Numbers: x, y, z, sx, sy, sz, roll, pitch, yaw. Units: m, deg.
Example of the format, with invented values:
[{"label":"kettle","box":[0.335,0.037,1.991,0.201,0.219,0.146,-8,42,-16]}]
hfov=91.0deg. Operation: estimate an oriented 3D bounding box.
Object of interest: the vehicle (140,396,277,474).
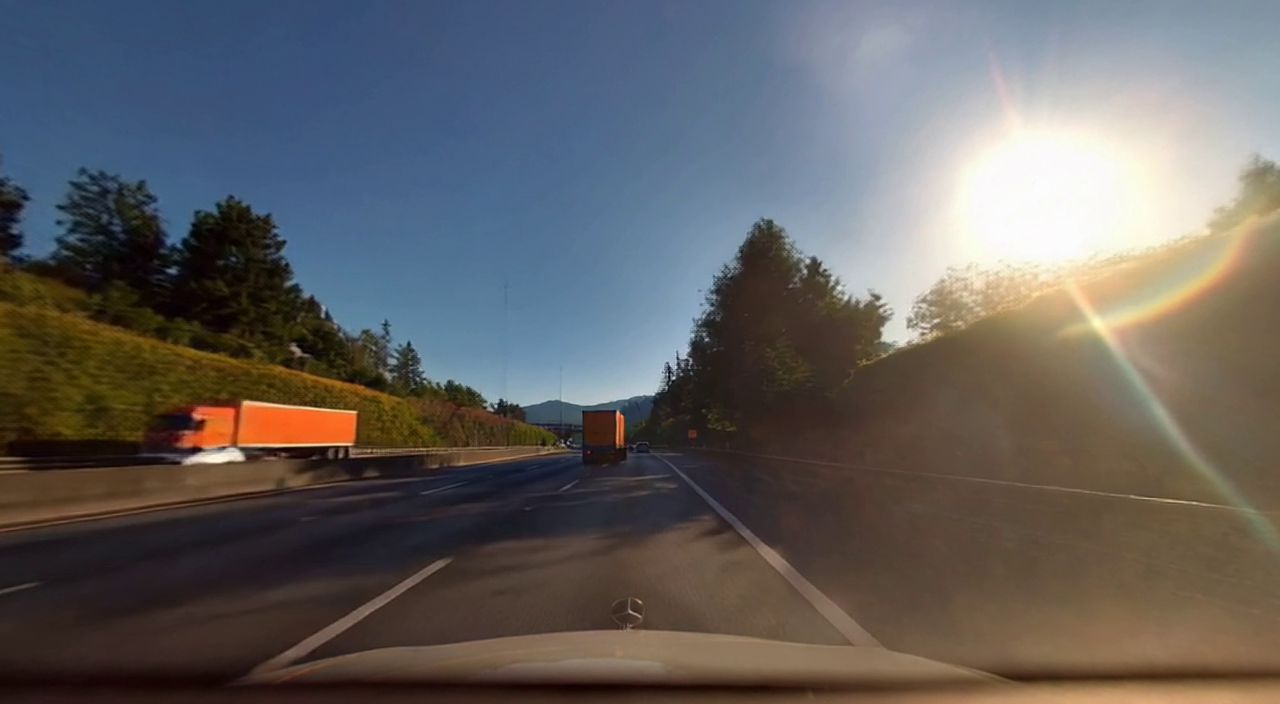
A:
[{"label":"vehicle","box":[-22.725,4.446,33.588,2.928,3.764,5.866,0,-8,0]}]
